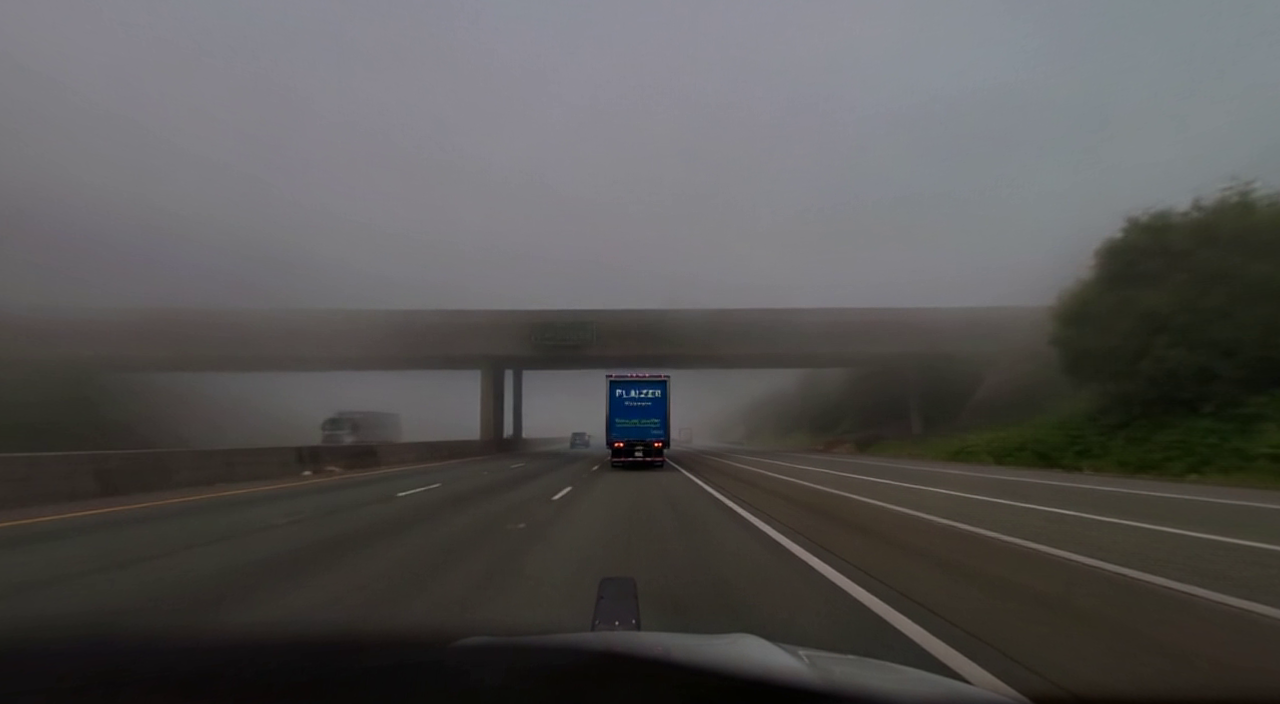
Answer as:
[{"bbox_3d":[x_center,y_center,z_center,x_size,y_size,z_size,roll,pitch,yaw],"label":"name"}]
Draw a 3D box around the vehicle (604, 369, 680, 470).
[{"bbox_3d":[-0.046,3.422,30.597,2.926,3.959,11.818,0,-8,-1],"label":"vehicle"}]
